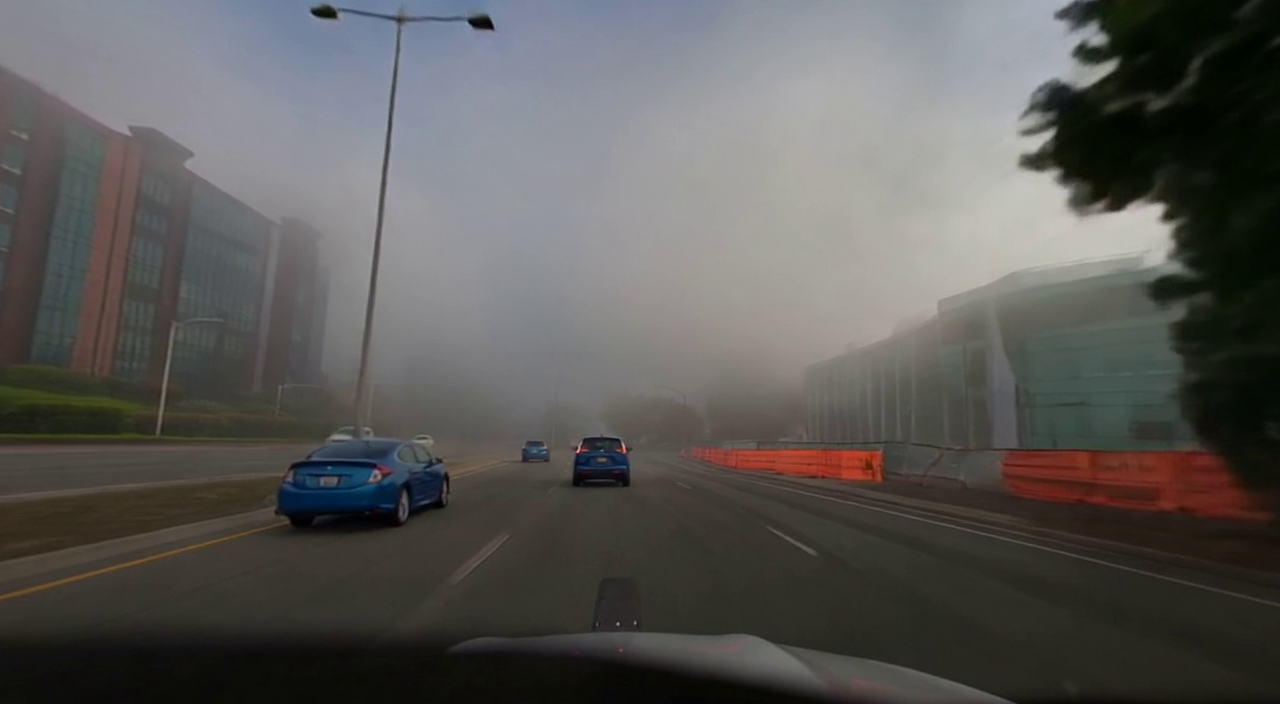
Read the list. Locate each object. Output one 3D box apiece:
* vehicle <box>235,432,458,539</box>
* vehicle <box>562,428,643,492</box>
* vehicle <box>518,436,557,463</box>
[{"bbox_3d":[-4.499,2.051,10.442,1.848,1.406,4.013,0,-8,-2],"label":"vehicle"},{"bbox_3d":[-0.911,2.817,16.767,1.913,1.499,3.581,0,-8,-1],"label":"vehicle"},{"bbox_3d":[-6.045,5.771,37.576,1.888,1.486,4.310,1,-8,-4],"label":"vehicle"}]
